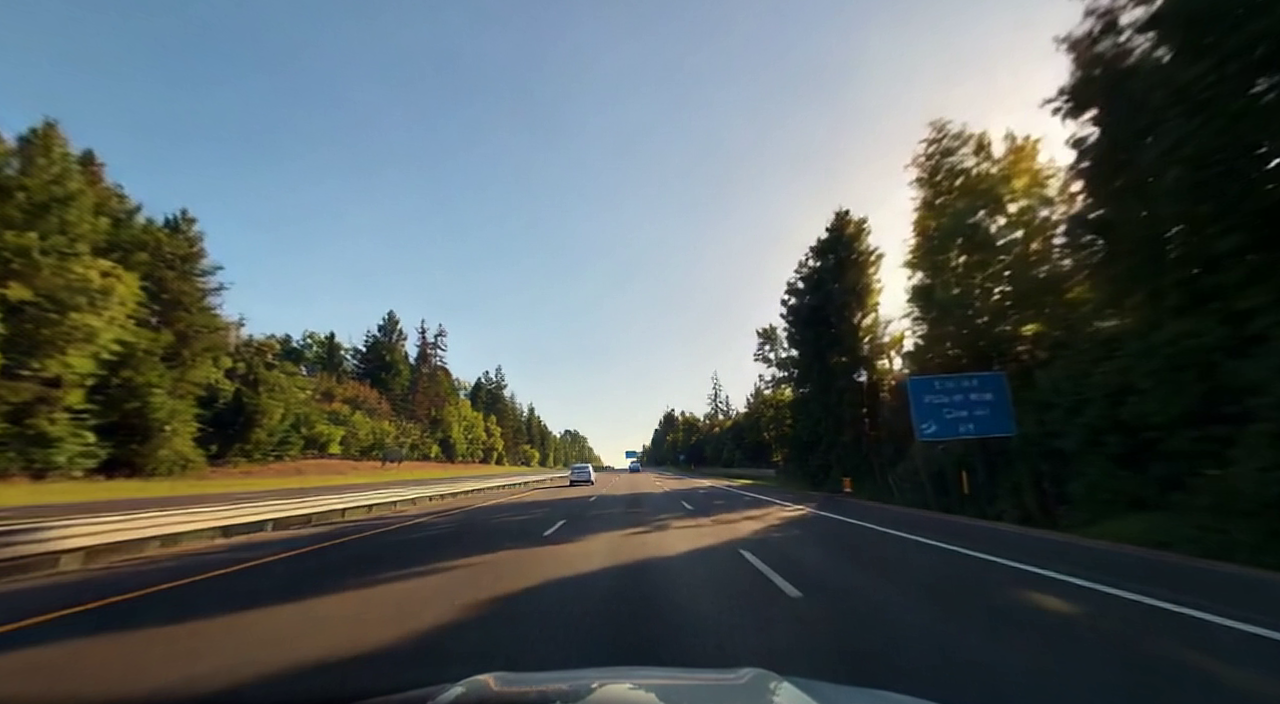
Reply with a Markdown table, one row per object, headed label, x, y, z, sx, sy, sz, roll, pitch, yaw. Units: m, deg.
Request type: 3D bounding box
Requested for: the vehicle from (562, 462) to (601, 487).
| label | x | y | z | sx | sy | sz | roll | pitch | yaw |
| --- | --- | --- | --- | --- | --- | --- | --- | --- | --- |
| vehicle | -3.821 | 8.067 | 41.689 | 2.143 | 1.516 | 4.552 | 1 | -10 | 0 |
